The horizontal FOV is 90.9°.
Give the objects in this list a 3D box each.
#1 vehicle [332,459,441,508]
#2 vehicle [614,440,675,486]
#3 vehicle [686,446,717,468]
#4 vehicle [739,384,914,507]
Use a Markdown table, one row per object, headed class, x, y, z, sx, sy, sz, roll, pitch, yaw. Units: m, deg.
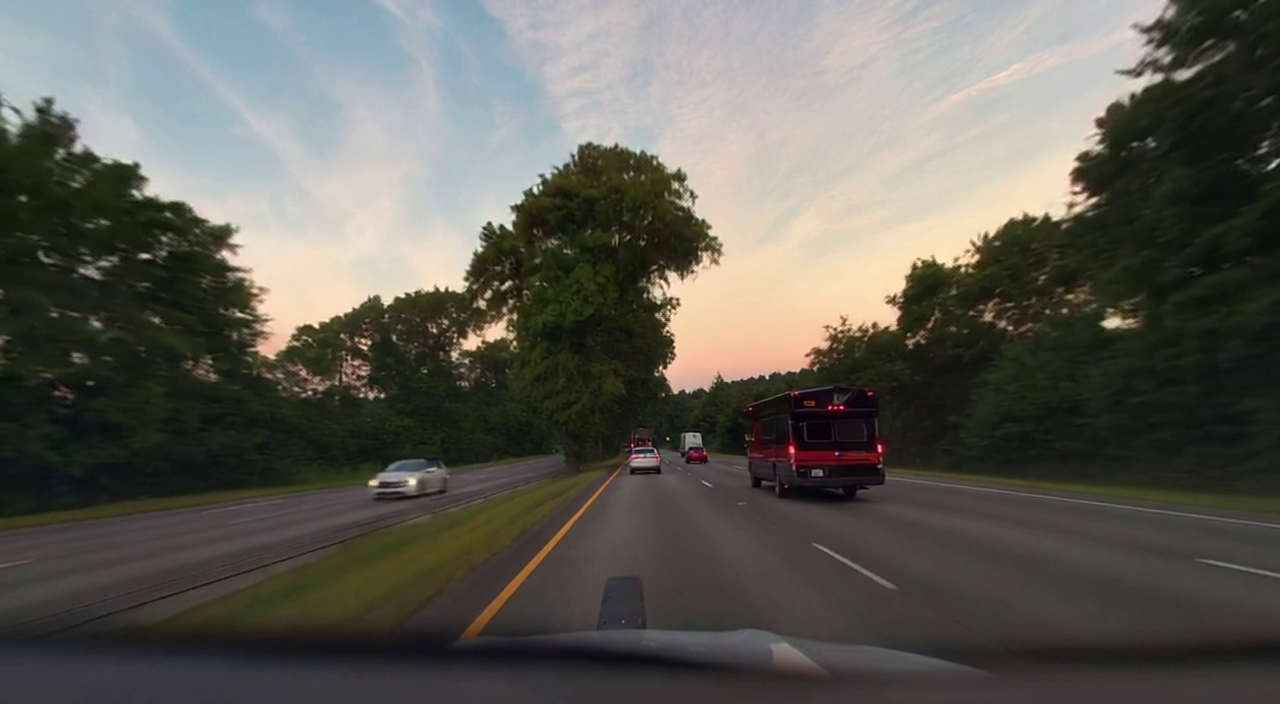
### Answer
| class | x | y | z | sx | sy | sz | roll | pitch | yaw |
| --- | --- | --- | --- | --- | --- | --- | --- | --- | --- |
| vehicle | -8.682 | 4.510 | 22.080 | 2.069 | 1.468 | 4.368 | 0 | -9 | -1 |
| vehicle | 0.117 | 4.207 | 24.117 | 2.120 | 1.575 | 4.018 | 0 | -9 | -1 |
| vehicle | 4.253 | 7.271 | 43.785 | 1.757 | 1.459 | 3.398 | 0 | -9 | -1 |
| vehicle | 4.859 | 2.699 | 18.124 | 2.745 | 2.832 | 7.035 | 0 | -9 | -1 |
